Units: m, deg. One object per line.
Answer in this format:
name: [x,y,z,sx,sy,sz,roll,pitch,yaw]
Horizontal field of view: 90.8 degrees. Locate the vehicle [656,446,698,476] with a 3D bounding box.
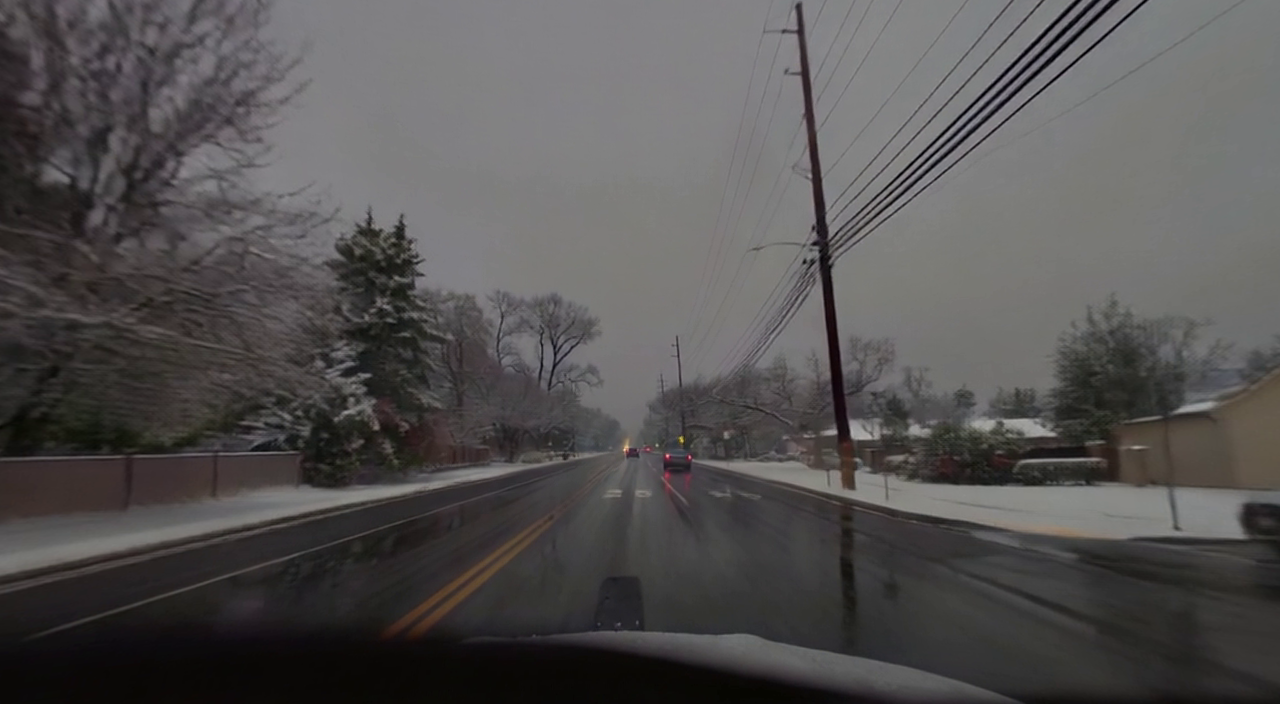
vehicle: [1.885,5.660,33.033,1.975,1.497,3.647,0,-9,0]

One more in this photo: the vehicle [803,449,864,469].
vehicle: [14.352,7.938,47.001,3.838,1.405,1.992,1,-9,-6]
